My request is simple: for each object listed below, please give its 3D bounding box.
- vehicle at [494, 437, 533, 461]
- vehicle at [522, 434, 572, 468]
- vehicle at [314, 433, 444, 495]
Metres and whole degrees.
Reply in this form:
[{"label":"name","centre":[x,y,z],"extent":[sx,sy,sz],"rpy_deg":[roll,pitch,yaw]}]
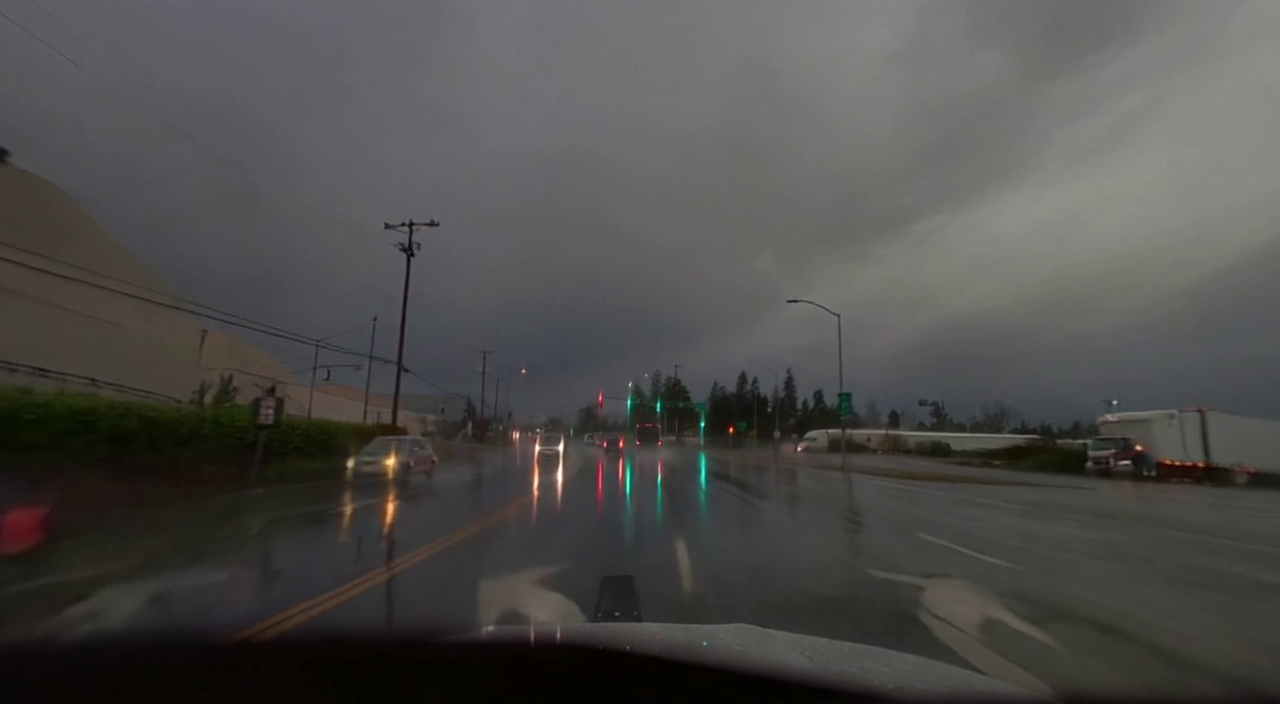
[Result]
[{"label":"vehicle","centre":[-8.186,6.307,41.139],"extent":[1.847,1.501,3.942],"rpy_deg":[0,-8,-2]},{"label":"vehicle","centre":[-4.534,4.869,31.138],"extent":[2.003,1.562,3.862],"rpy_deg":[0,-8,-2]},{"label":"vehicle","centre":[-7.050,3.034,17.518],"extent":[1.922,1.489,3.939],"rpy_deg":[0,-8,0]}]
